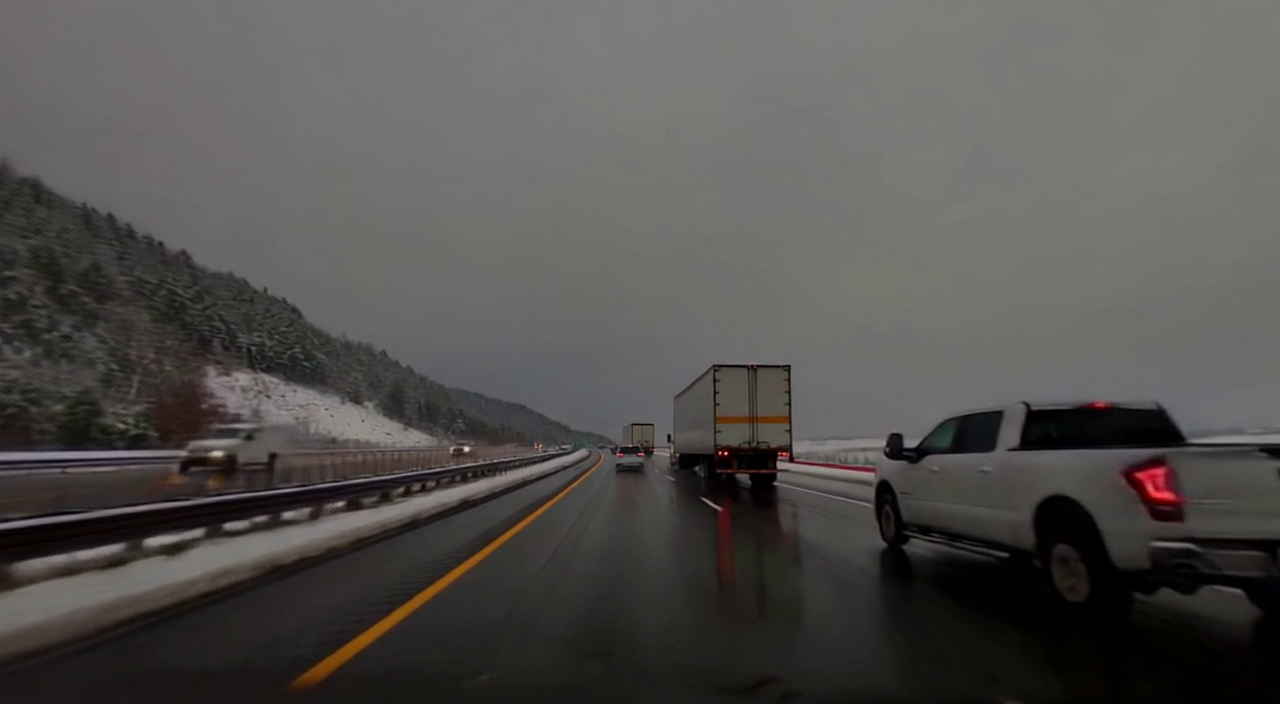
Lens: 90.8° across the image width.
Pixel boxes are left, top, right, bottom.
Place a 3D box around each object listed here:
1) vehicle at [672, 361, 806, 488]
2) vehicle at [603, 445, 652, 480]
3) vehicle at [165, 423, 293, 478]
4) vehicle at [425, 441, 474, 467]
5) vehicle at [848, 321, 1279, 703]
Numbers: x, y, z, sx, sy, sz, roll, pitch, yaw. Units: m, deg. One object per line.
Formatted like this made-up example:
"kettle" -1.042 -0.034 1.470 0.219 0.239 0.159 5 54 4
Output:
"vehicle" 3.540 3.447 27.615 2.911 4.099 14.578 0 -9 -2
"vehicle" -0.607 4.855 27.893 2.029 1.437 3.794 0 -9 -3
"vehicle" -15.497 3.758 24.163 1.961 1.903 4.375 0 -9 -1
"vehicle" -11.706 6.318 39.051 1.803 1.471 4.299 0 -9 -1
"vehicle" 3.900 1.212 5.859 2.034 1.968 5.221 0 -9 -1
